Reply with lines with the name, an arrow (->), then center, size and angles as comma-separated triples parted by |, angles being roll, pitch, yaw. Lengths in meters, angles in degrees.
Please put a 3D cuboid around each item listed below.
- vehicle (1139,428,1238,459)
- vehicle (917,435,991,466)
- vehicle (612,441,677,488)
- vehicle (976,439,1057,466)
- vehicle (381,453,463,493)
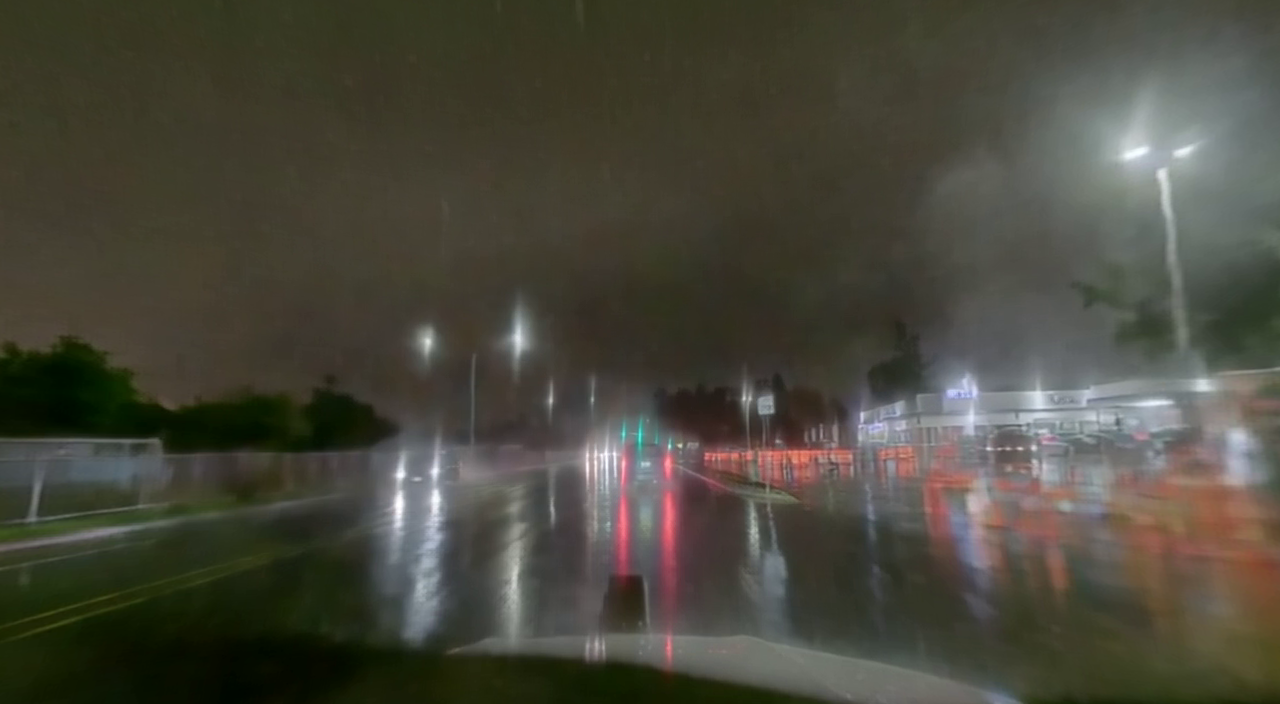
vehicle -> 33.089, 5.550, 38.073 | 2.008, 1.725, 4.695 | -1, -9, 4
vehicle -> 18.939, 5.965, 38.127 | 2.039, 1.705, 4.666 | 0, -9, -1
vehicle -> 0.142, 4.011, 22.757 | 2.144, 1.514, 4.063 | 0, -9, 0
vehicle -> 21.850, 5.833, 36.648 | 1.934, 1.457, 4.134 | 0, -9, -4
vehicle -> -9.330, 5.185, 27.302 | 1.956, 1.527, 4.365 | 0, -9, 1
